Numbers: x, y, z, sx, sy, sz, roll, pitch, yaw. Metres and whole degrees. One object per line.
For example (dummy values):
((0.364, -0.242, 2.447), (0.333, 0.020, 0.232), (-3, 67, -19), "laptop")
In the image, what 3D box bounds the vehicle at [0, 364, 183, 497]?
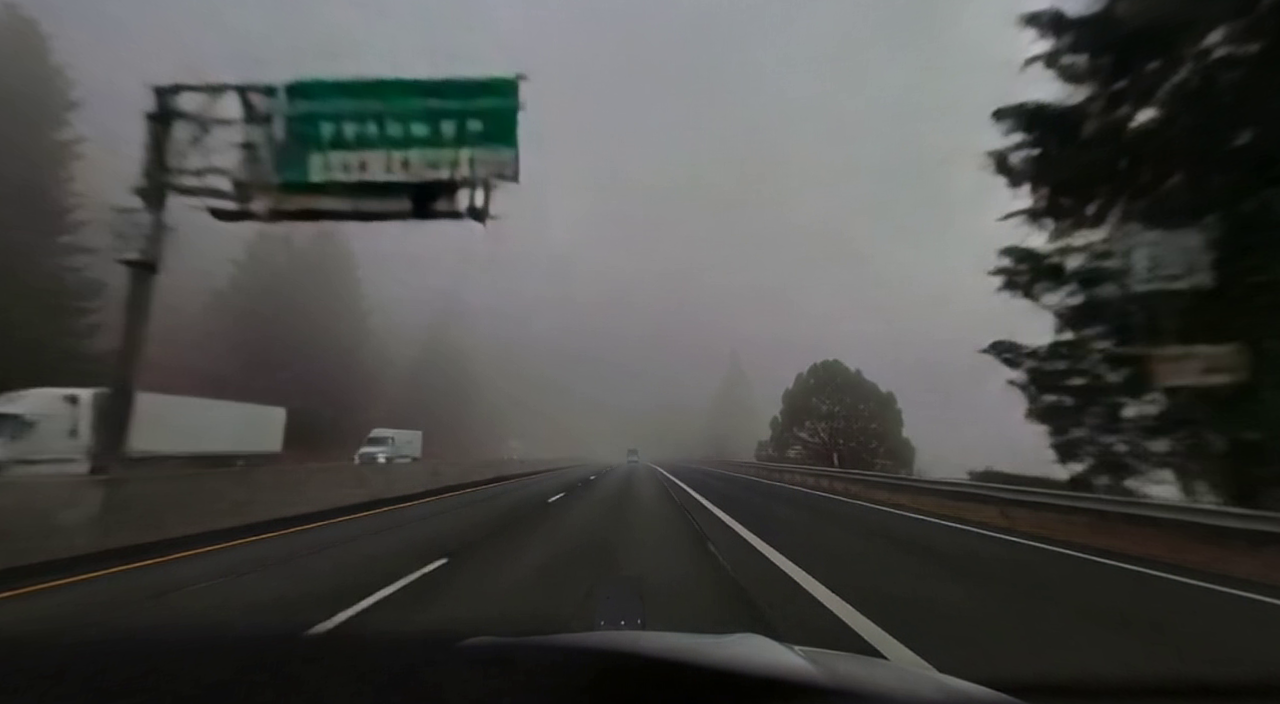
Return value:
((-20.612, 2.901, 22.329), (2.969, 3.921, 7.766), (0, -9, -2), "vehicle")

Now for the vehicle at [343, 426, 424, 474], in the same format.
((-17.089, 6.599, 42.529), (2.659, 2.913, 6.929), (0, -9, -1), "vehicle")
